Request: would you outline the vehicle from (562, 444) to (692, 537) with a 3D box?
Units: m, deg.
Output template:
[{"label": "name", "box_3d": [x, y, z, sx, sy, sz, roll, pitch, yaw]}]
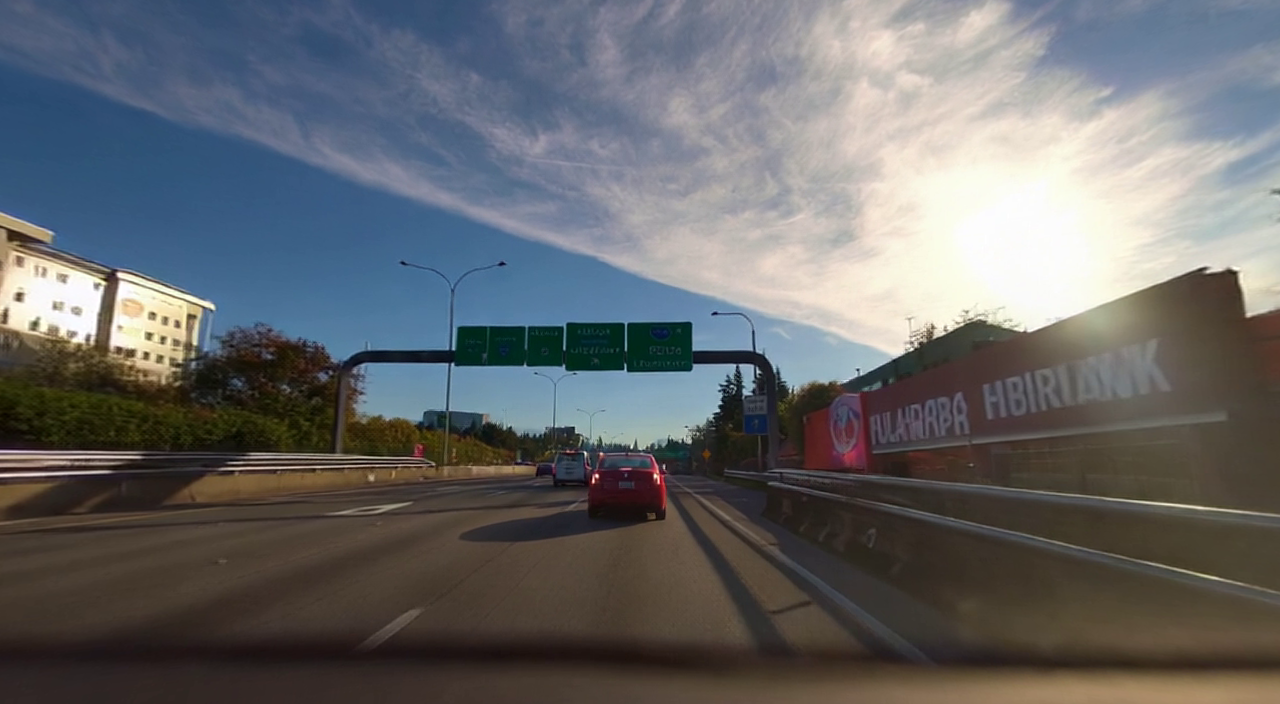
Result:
[{"label": "vehicle", "box_3d": [-0.219, 2.510, 12.054, 2.063, 1.442, 3.933, 0, -9, 0]}]
